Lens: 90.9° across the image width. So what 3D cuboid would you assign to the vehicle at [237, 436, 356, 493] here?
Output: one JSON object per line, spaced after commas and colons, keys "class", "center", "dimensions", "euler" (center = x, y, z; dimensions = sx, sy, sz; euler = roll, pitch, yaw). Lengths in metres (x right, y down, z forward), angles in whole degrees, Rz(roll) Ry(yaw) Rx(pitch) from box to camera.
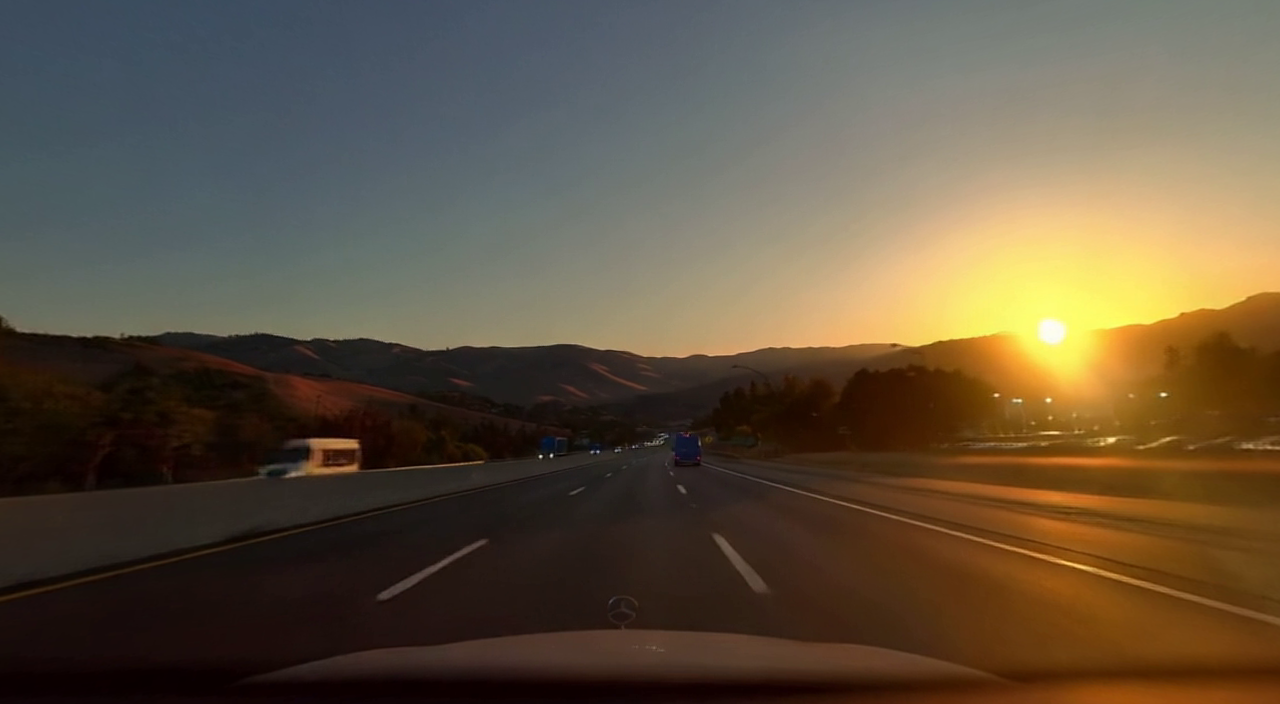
{"class": "vehicle", "center": [-19.721, 6.511, 36.809], "dimensions": [2.666, 2.954, 7.203], "euler": [-1, -9, 1]}
